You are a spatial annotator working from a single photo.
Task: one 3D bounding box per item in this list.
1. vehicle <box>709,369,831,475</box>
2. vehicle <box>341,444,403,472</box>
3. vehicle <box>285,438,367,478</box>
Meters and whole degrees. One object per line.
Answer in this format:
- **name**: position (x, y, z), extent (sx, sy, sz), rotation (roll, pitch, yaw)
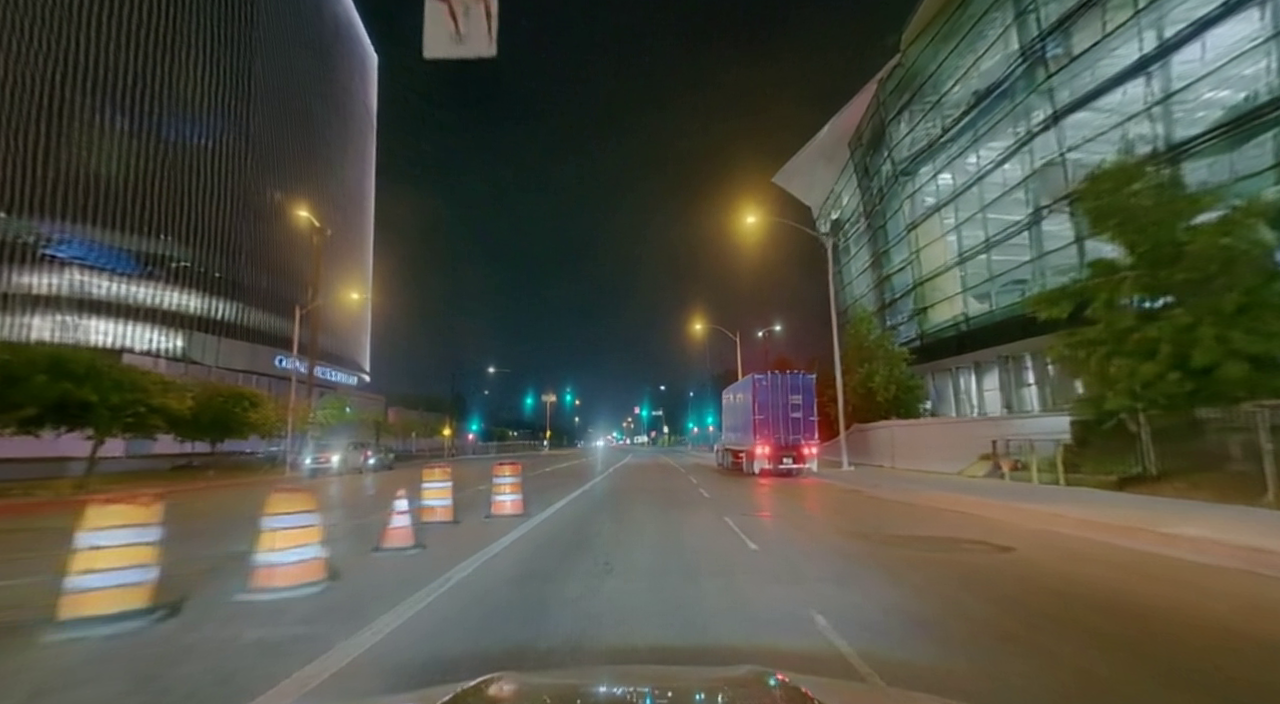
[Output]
- **vehicle**: position (5.371, 3.305, 28.450), extent (3.176, 3.913, 9.805), rotation (0, -8, -1)
- **vehicle**: position (-16.914, 6.686, 40.138), extent (1.925, 1.665, 4.893), rotation (0, -8, -1)
- **vehicle**: position (-16.888, 5.700, 34.277), extent (1.937, 1.984, 4.928), rotation (0, -8, 0)
